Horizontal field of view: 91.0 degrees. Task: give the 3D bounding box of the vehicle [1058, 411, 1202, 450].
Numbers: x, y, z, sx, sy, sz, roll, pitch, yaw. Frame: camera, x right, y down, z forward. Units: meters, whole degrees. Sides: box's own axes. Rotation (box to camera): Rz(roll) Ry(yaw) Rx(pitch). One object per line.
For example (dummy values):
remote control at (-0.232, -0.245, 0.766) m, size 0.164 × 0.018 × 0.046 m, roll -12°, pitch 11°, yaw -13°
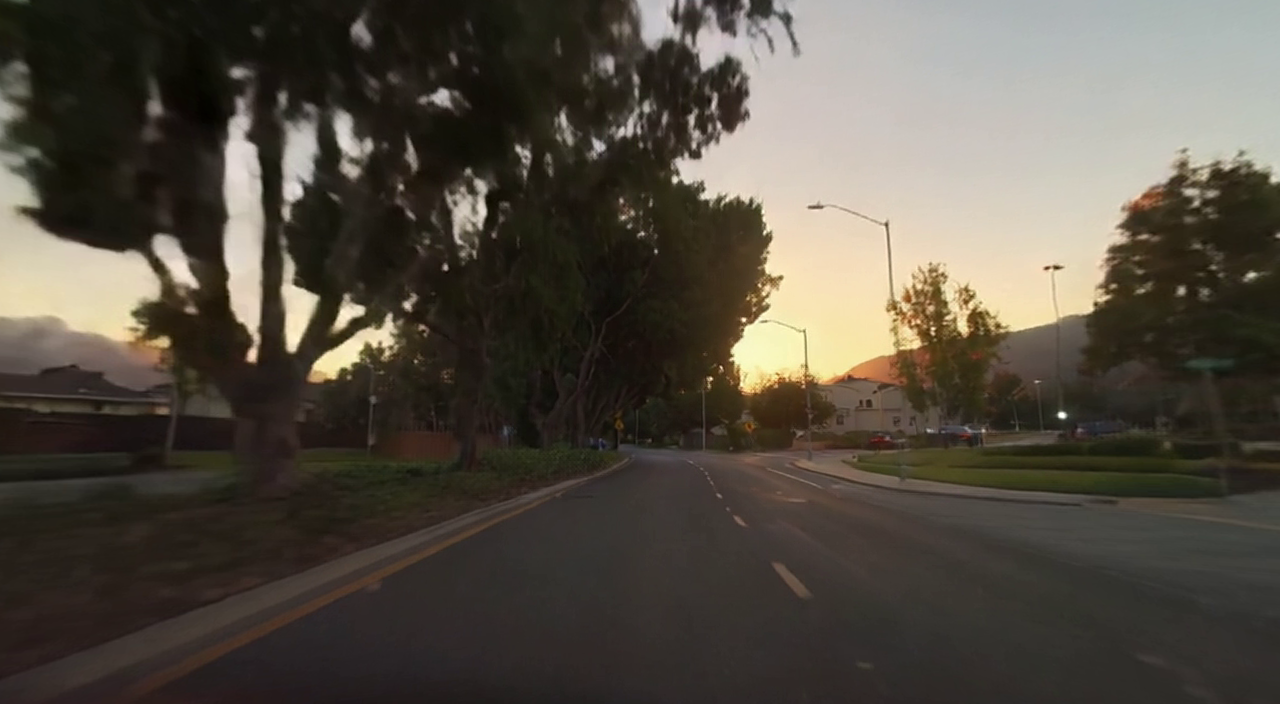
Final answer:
vehicle at (31.242, 5.117, 40.421) m, size 2.569 × 2.236 × 6.684 m, roll 7°, pitch -11°, yaw -36°
